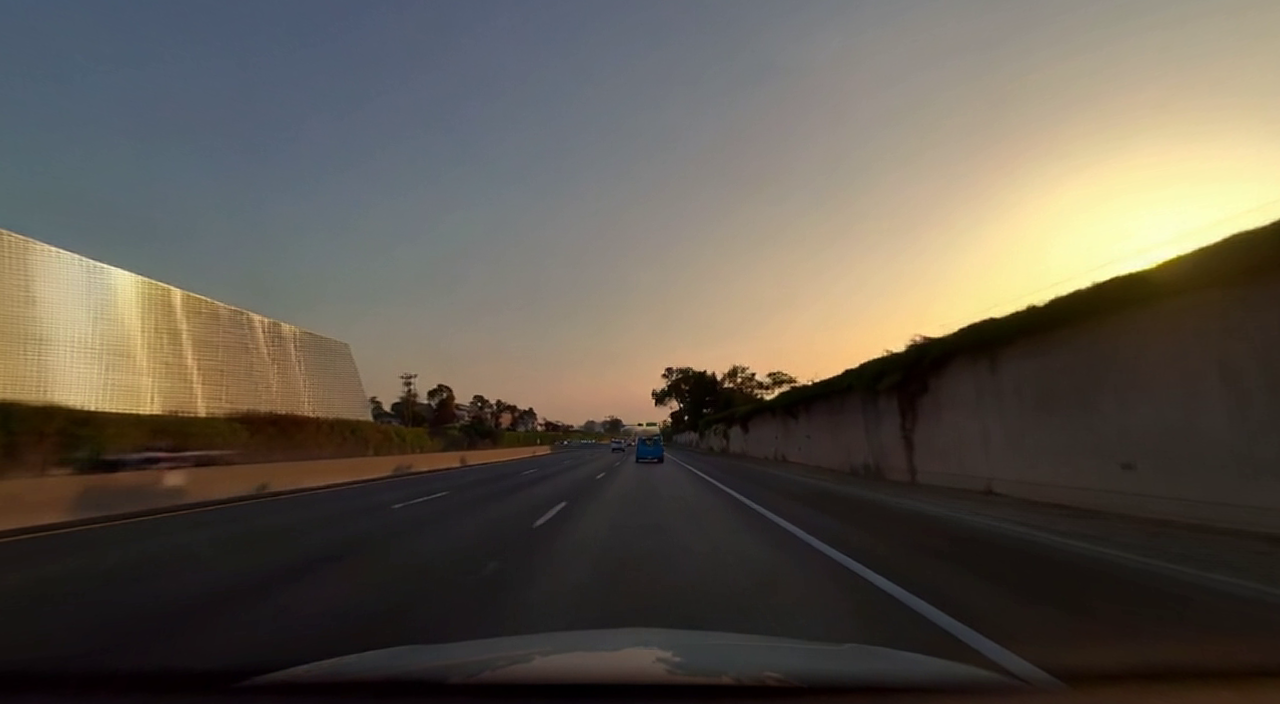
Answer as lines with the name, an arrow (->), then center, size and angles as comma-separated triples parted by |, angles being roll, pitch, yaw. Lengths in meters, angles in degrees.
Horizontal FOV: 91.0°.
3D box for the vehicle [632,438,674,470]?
vehicle -> 0.600, 5.118, 31.756 | 1.997, 1.484, 3.409 | 0, -8, 0
